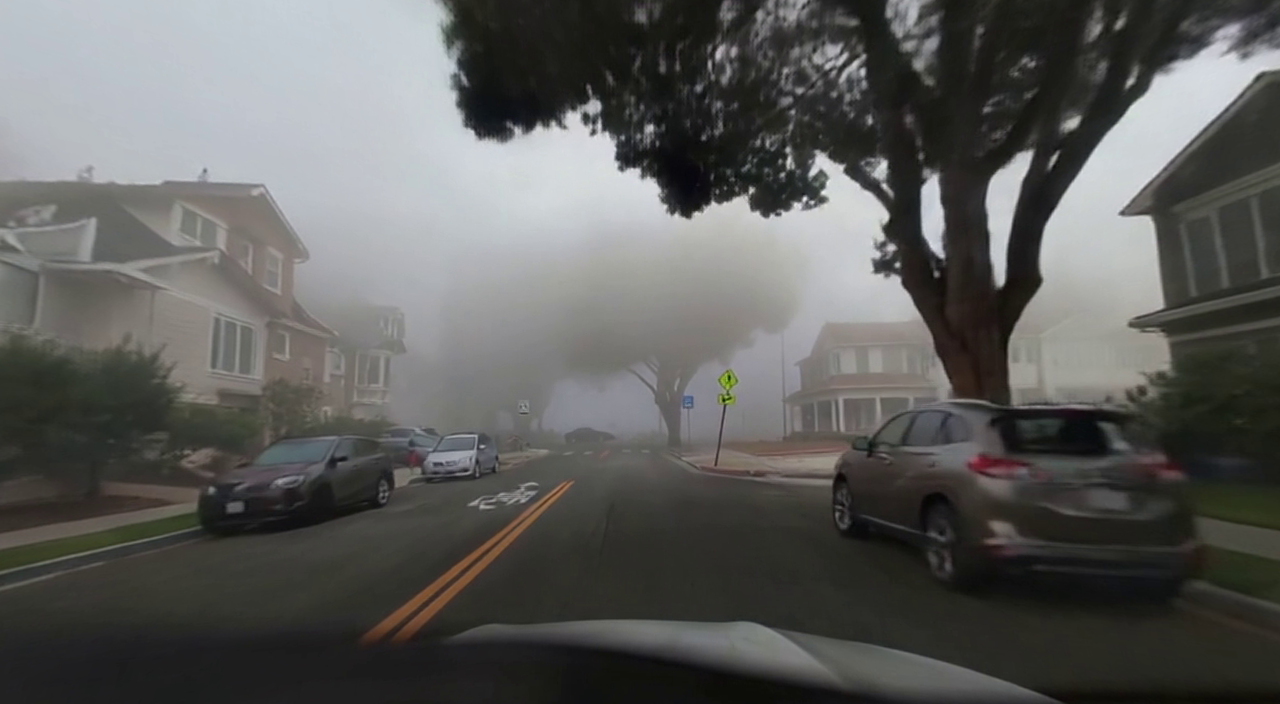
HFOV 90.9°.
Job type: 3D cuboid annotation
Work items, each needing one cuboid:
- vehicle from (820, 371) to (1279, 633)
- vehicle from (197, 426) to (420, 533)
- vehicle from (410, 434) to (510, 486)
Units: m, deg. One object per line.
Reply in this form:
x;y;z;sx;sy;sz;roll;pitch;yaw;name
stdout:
3.442;1.259;6.362;1.997;1.663;4.544;-1;-8;2;vehicle
-5.478;2.109;11.054;1.842;1.540;3.704;0;-8;0;vehicle
-5.511;3.352;19.885;1.919;1.464;4.155;0;-8;0;vehicle
